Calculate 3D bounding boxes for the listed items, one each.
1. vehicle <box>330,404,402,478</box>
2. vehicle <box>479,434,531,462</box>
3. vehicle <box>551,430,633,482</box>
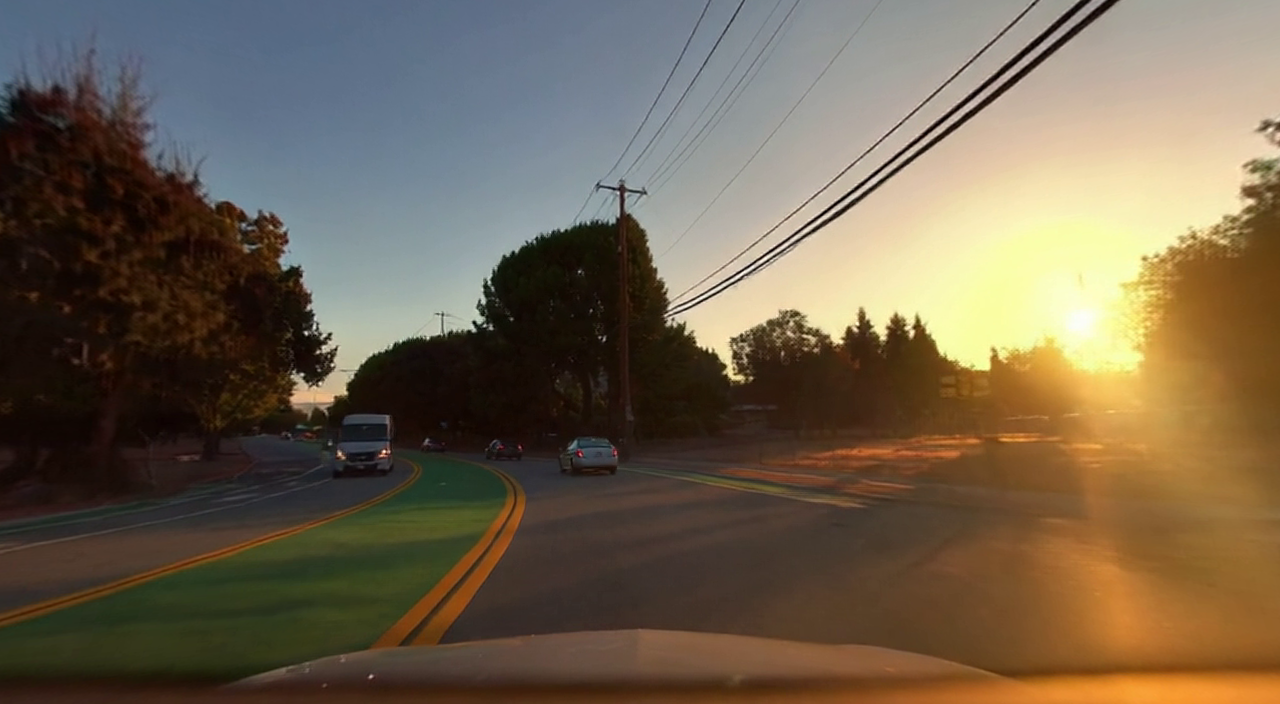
[{"bbox_3d":[-12.052,4.002,28.268,2.413,2.872,6.823,3,-9,-20],"label":"vehicle"},{"bbox_3d":[-8.856,6.278,41.161,2.075,1.699,4.520,4,-10,-28],"label":"vehicle"},{"bbox_3d":[-1.958,3.980,24.326,2.140,1.767,4.720,2,-9,-17],"label":"vehicle"}]
